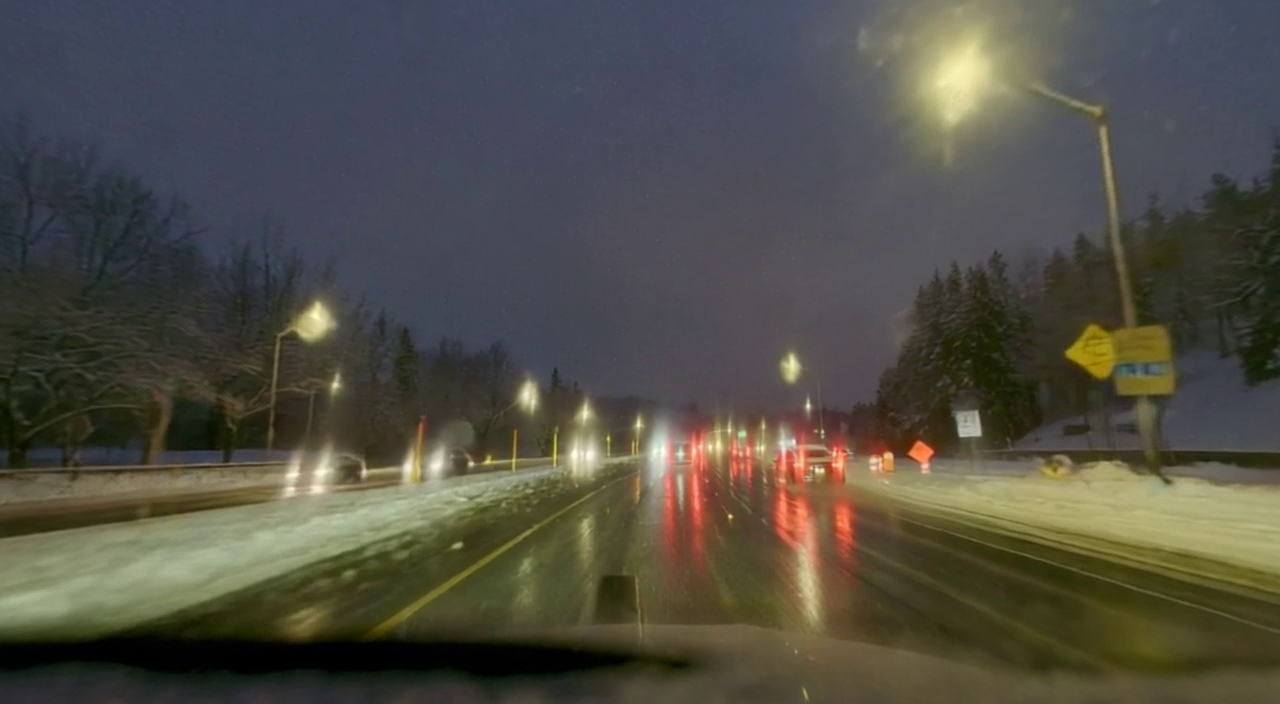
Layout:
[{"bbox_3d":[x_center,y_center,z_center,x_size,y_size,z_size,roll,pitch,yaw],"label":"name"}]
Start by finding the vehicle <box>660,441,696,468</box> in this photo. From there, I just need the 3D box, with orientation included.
[{"bbox_3d":[2.517,6.649,41.141,2.201,1.676,4.541,-1,-9,4],"label":"vehicle"}]

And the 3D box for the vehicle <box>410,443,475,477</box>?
[{"bbox_3d":[-10.734,5.893,34.685,1.957,1.688,4.315,-1,-9,4],"label":"vehicle"}]

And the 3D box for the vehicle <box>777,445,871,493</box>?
[{"bbox_3d":[6.189,3.956,21.743,2.044,1.474,4.083,0,-9,1],"label":"vehicle"}]

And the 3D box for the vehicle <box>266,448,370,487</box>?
[{"bbox_3d":[-14.671,5.275,29.161,2.186,1.628,4.551,-1,-9,4],"label":"vehicle"}]
